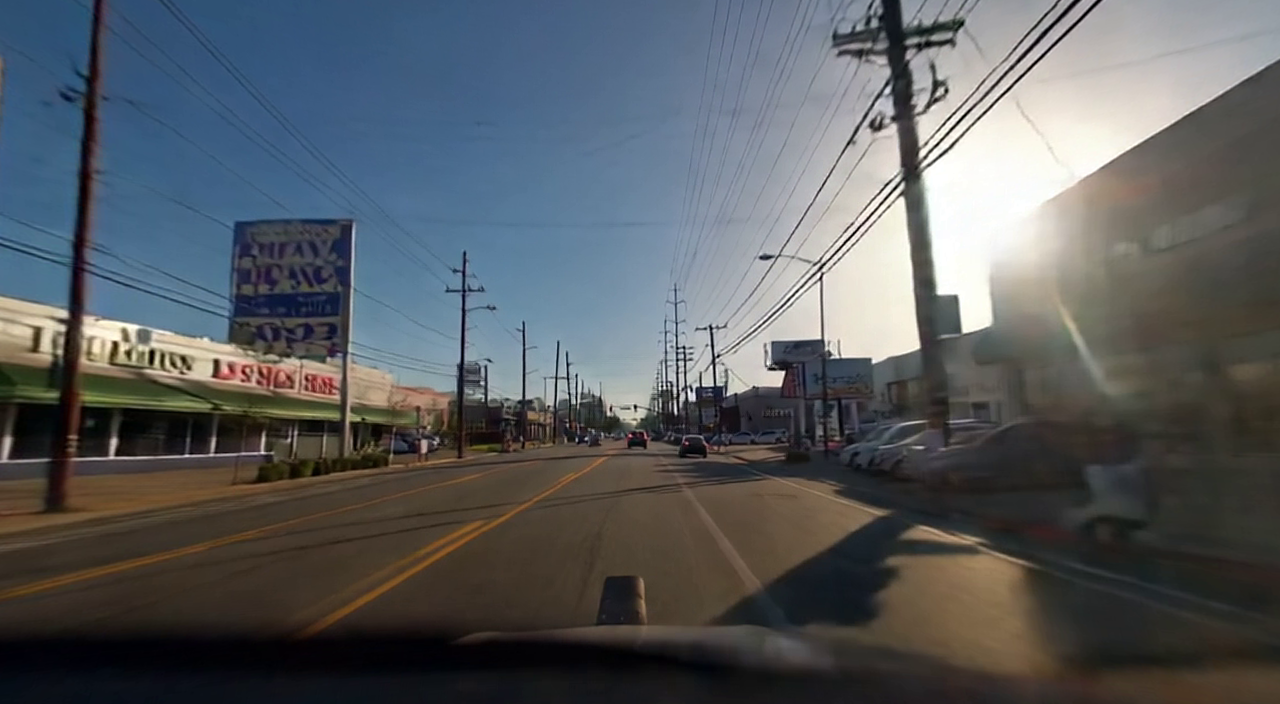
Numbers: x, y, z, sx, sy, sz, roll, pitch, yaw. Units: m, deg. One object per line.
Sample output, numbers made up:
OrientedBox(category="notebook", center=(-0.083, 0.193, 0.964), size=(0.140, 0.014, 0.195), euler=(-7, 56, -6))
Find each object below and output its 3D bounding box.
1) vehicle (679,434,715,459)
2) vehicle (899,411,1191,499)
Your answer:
OrientedBox(category="vehicle", center=(3.611, 6.104, 40.823), size=(1.926, 1.482, 4.442), euler=(0, -8, 0))
OrientedBox(category="vehicle", center=(10.078, 2.599, 16.203), size=(5.771, 2.013, 2.414), euler=(-1, -8, 0))
